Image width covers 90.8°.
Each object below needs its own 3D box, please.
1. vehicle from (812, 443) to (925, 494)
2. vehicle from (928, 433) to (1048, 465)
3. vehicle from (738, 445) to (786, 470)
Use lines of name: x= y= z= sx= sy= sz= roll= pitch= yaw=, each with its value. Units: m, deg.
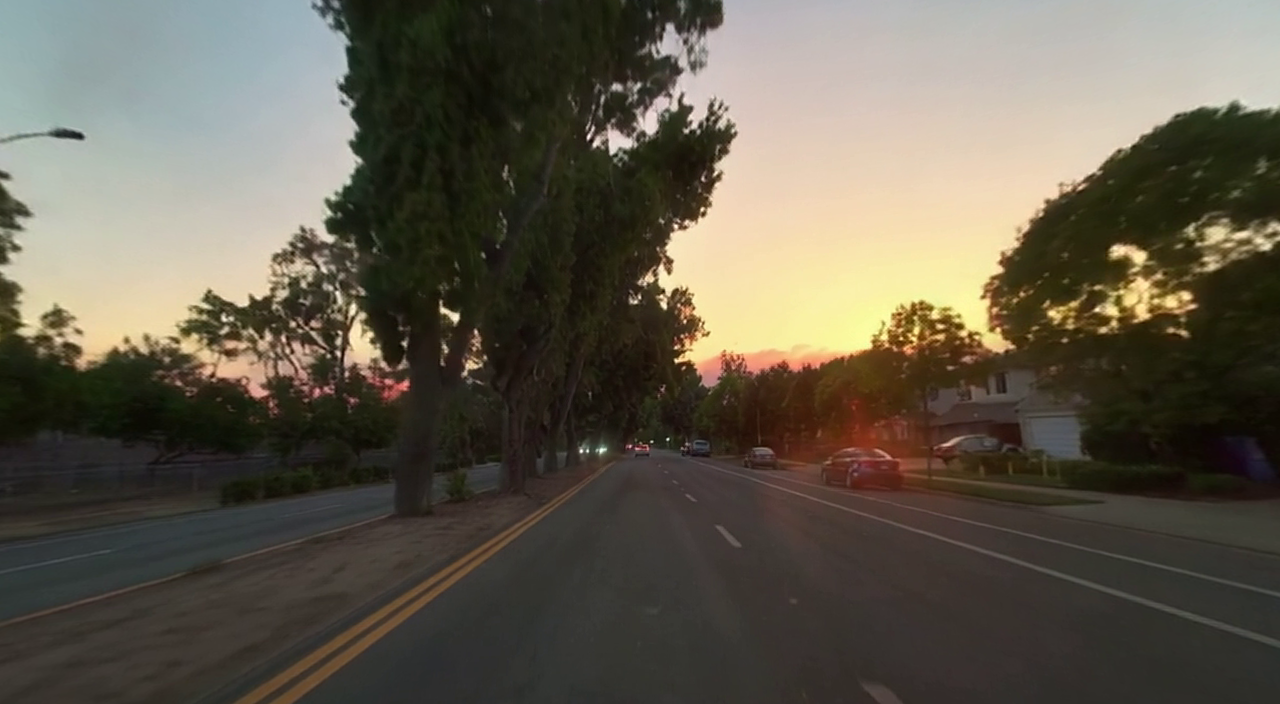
vehicle: x=7.336 y=3.768 z=20.841 sx=2.010 sy=1.469 sz=4.548 roll=0 pitch=-9 yaw=0
vehicle: x=17.702 y=4.966 z=32.290 sx=4.793 sy=1.537 sz=2.353 roll=0 pitch=-9 yaw=-5
vehicle: x=7.494 y=6.520 z=39.240 sx=1.967 sy=1.449 sz=4.645 roll=0 pitch=-9 yaw=-1
